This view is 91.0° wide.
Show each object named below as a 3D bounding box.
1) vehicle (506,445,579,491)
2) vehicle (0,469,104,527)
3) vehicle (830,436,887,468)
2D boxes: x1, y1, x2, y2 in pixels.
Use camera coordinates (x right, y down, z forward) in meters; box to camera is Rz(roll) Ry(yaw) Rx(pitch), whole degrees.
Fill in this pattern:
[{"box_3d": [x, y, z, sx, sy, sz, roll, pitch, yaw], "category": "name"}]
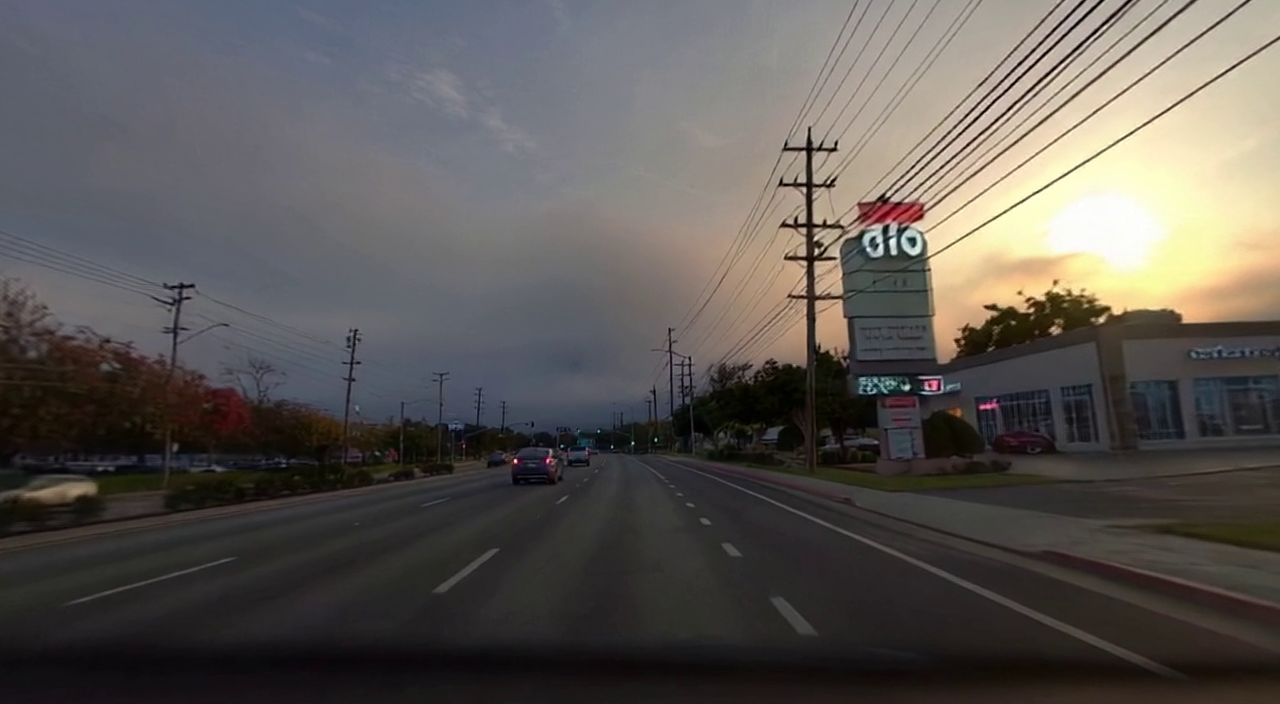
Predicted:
[{"box_3d": [-3.425, 4.165, 22.995, 1.942, 1.469, 4.426, 0, -9, 0], "category": "vehicle"}, {"box_3d": [-19.640, 4.521, 19.772, 1.925, 1.554, 4.271, 1, -9, -2], "category": "vehicle"}, {"box_3d": [12.183, 5.616, 35.337, 1.894, 1.671, 4.290, -1, -9, 4], "category": "vehicle"}]
